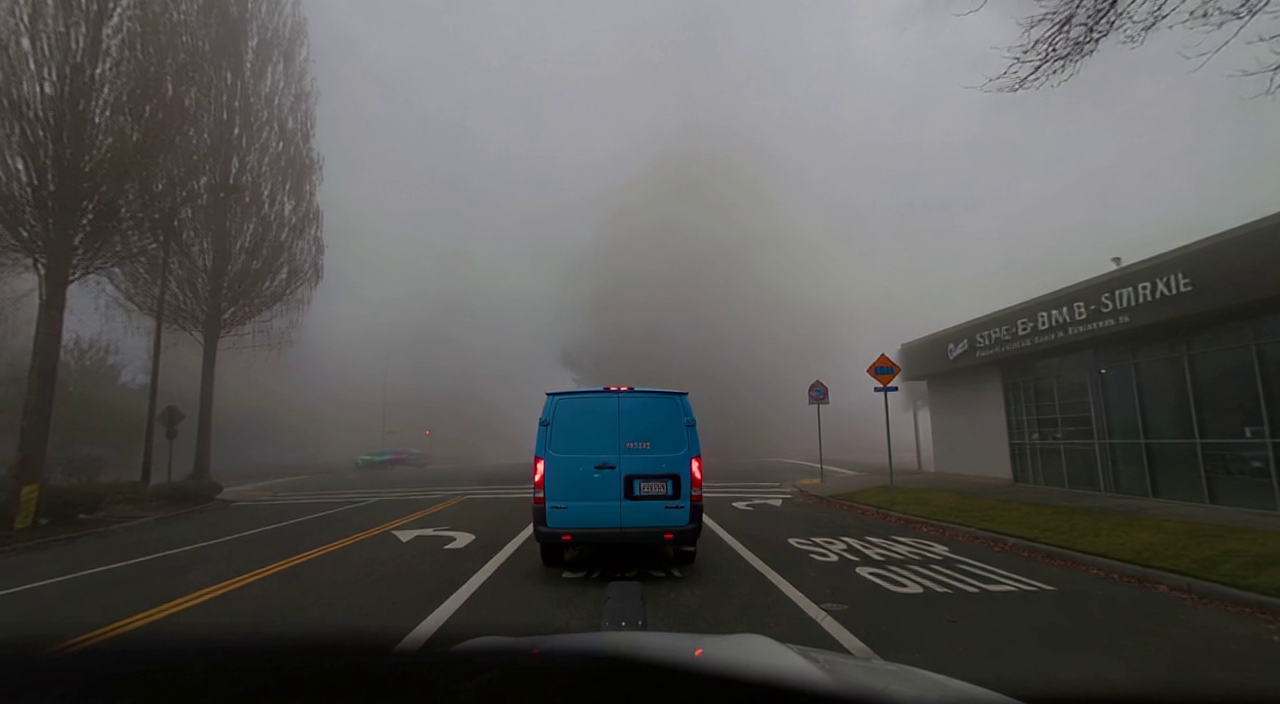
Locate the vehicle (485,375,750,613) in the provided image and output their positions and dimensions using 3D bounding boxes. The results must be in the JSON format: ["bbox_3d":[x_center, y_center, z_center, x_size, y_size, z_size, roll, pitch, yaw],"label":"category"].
[{"bbox_3d":[-0.307,1.469,7.285,2.181,1.949,3.932,1,-9,-4],"label":"vehicle"}]
